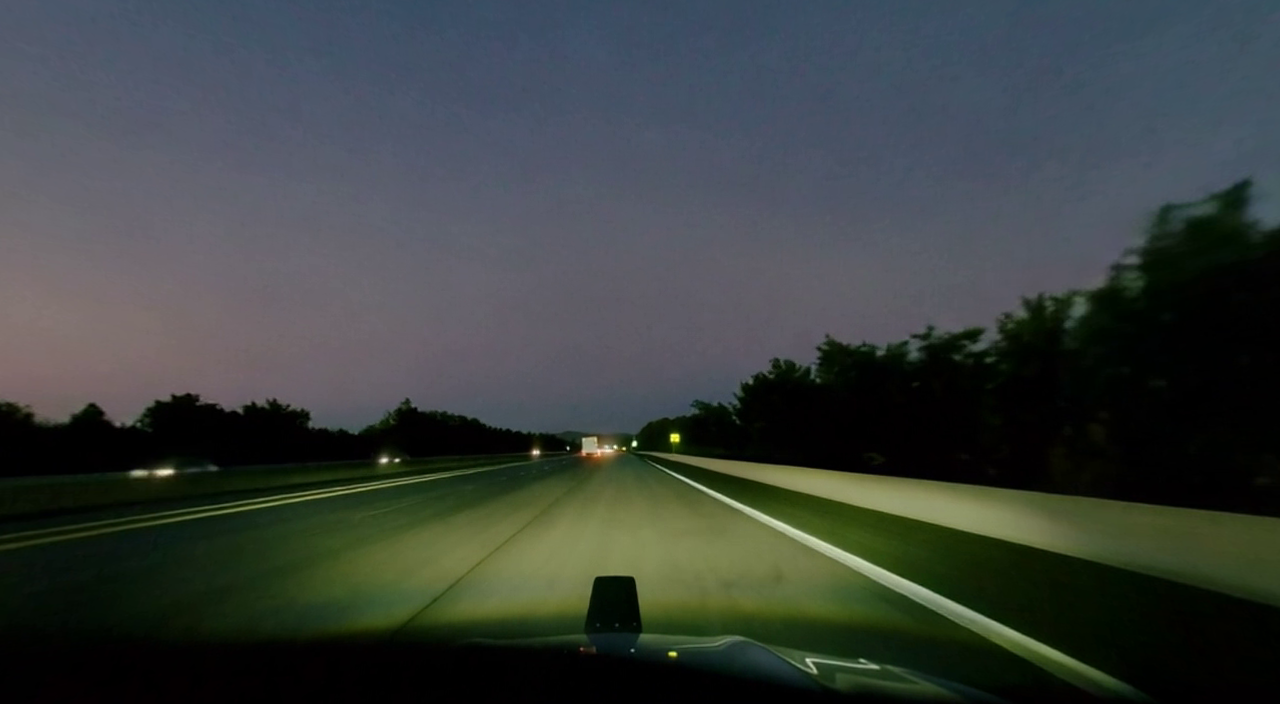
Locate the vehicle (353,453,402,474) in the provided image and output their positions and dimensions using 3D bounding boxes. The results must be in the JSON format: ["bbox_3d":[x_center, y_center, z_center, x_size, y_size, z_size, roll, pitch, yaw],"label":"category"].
[{"bbox_3d":[-18.667,7.924,44.872,1.821,1.437,4.017,0,-9,-2],"label":"vehicle"}]

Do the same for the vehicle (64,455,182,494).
[{"bbox_3d":[-21.352,5.035,26.176,1.750,1.450,3.731,0,-9,-1],"label":"vehicle"}]
